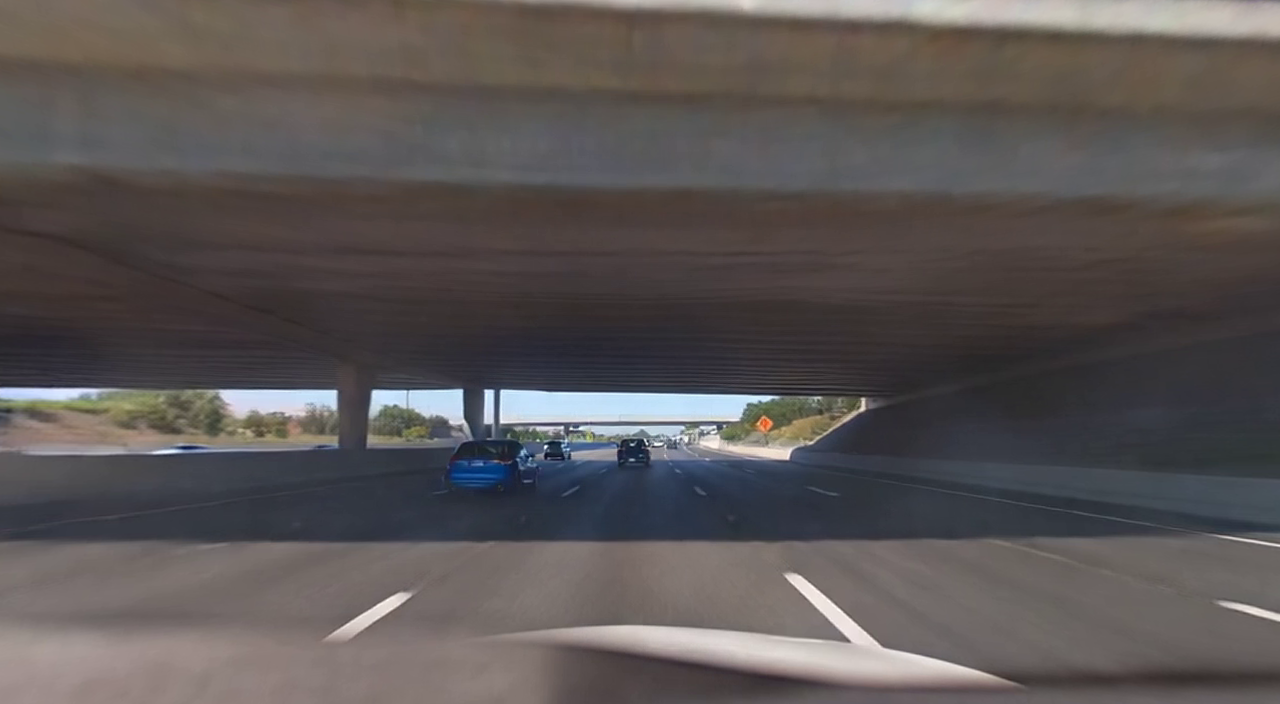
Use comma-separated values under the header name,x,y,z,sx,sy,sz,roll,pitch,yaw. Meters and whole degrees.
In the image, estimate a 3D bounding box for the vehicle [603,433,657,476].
name,x,y,z,sx,sy,sz,roll,pitch,yaw
vehicle,-0.367,4.432,27.389,2.155,1.690,4.318,0,-9,1

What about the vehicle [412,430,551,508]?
name,x,y,z,sx,sy,sz,roll,pitch,yaw
vehicle,-3.625,2.781,15.376,2.124,1.607,4.531,0,-9,1
